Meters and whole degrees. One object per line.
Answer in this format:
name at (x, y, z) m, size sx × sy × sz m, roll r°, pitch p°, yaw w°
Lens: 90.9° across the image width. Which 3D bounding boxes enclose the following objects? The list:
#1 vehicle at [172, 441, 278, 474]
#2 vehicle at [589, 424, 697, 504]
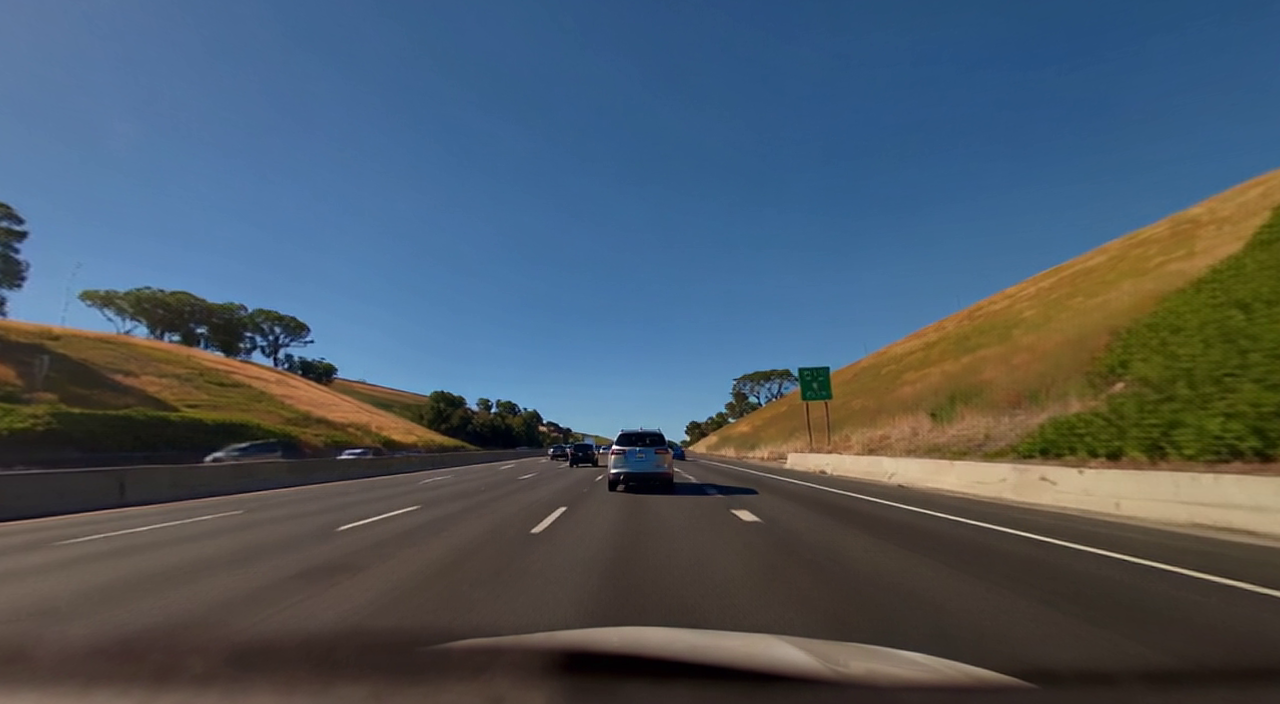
vehicle at (-24.509, 6.253, 37.654) m, size 2.257 × 1.773 × 5.915 m, roll 0°, pitch -9°, yaw 1°
vehicle at (0.092, 2.892, 16.597) m, size 2.447 × 1.804 × 4.273 m, roll 0°, pitch -9°, yaw 1°
